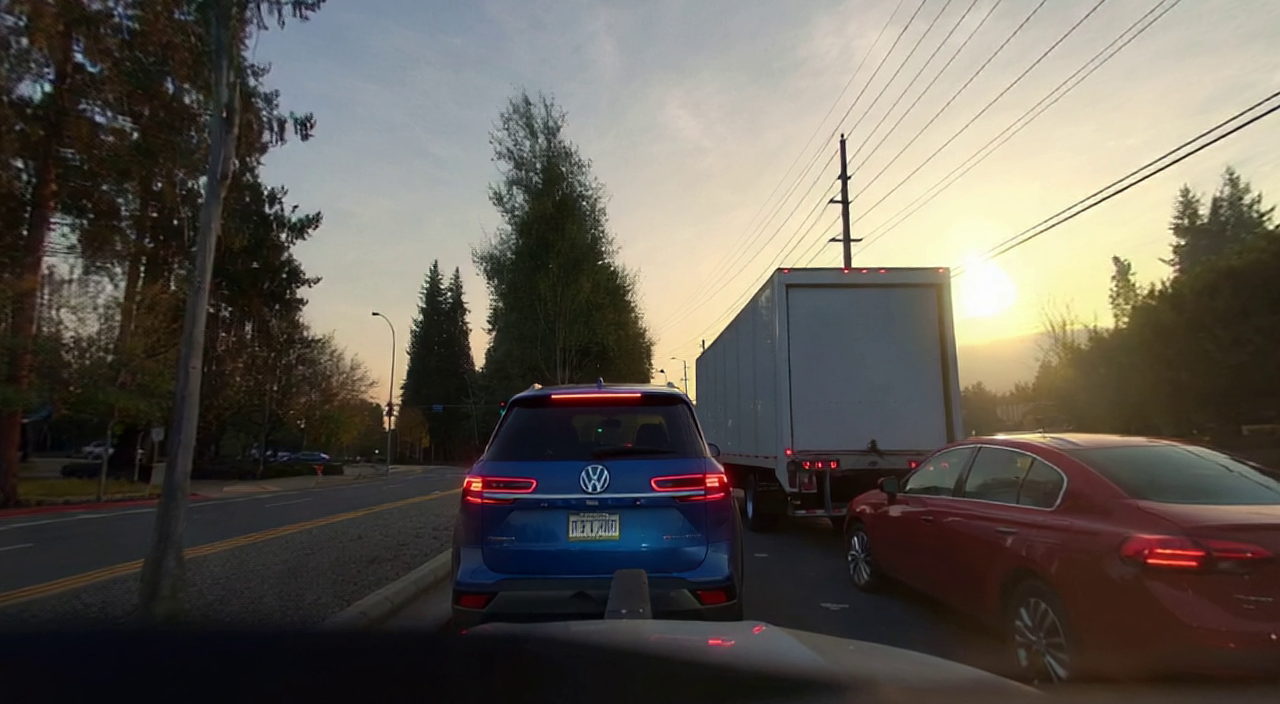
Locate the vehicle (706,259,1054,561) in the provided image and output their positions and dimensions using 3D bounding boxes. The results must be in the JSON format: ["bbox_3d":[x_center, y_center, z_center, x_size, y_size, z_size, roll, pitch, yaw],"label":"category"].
[{"bbox_3d":[3.231,1.264,11.825,2.915,3.559,8.848,0,-8,-1],"label":"vehicle"}]

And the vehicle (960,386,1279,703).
[{"bbox_3d":[2.827,0.751,1.191,1.971,1.484,4.728,0,-8,0],"label":"vehicle"}]

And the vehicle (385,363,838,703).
[{"bbox_3d":[-0.128,1.228,5.136,2.114,1.732,4.230,0,-8,0],"label":"vehicle"}]
